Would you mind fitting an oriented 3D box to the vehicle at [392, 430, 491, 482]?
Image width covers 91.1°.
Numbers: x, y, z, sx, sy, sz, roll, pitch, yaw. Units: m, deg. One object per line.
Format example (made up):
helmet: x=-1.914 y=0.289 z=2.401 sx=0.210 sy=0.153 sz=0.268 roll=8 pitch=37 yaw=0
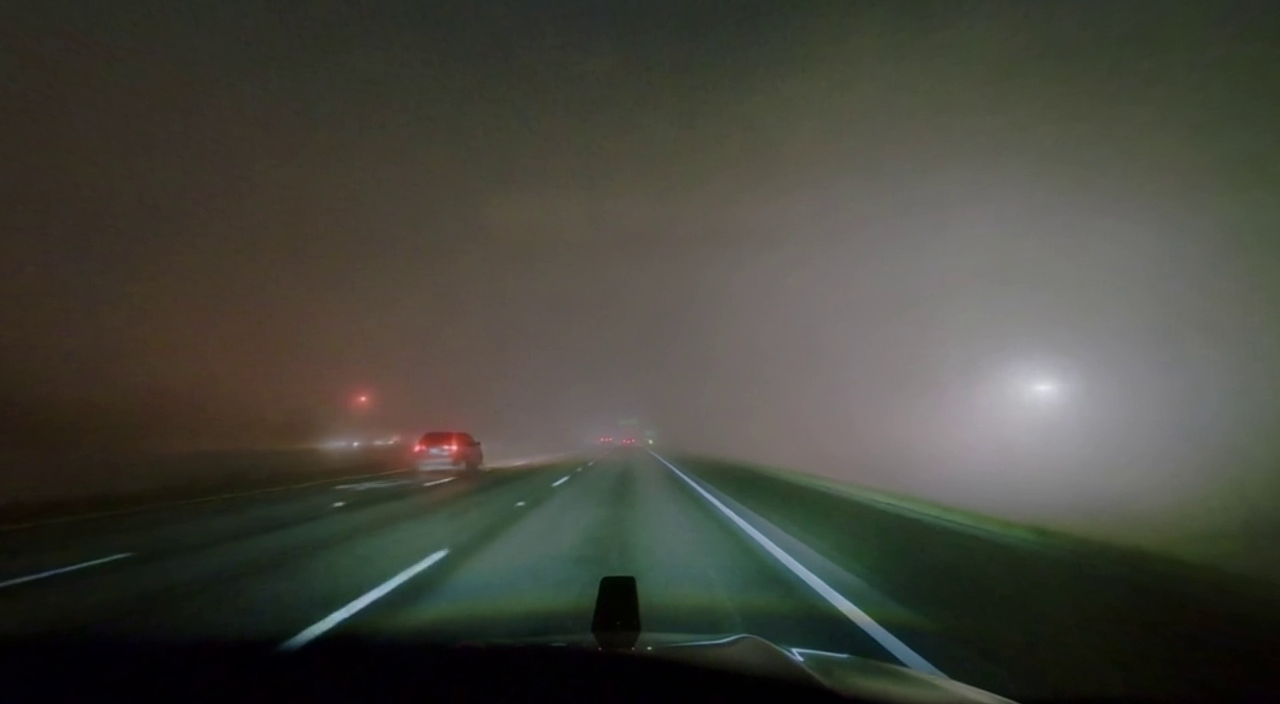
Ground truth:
vehicle: x=-7.004 y=3.694 z=22.794 sx=2.111 sy=1.662 sz=4.630 roll=0 pitch=-8 yaw=0
